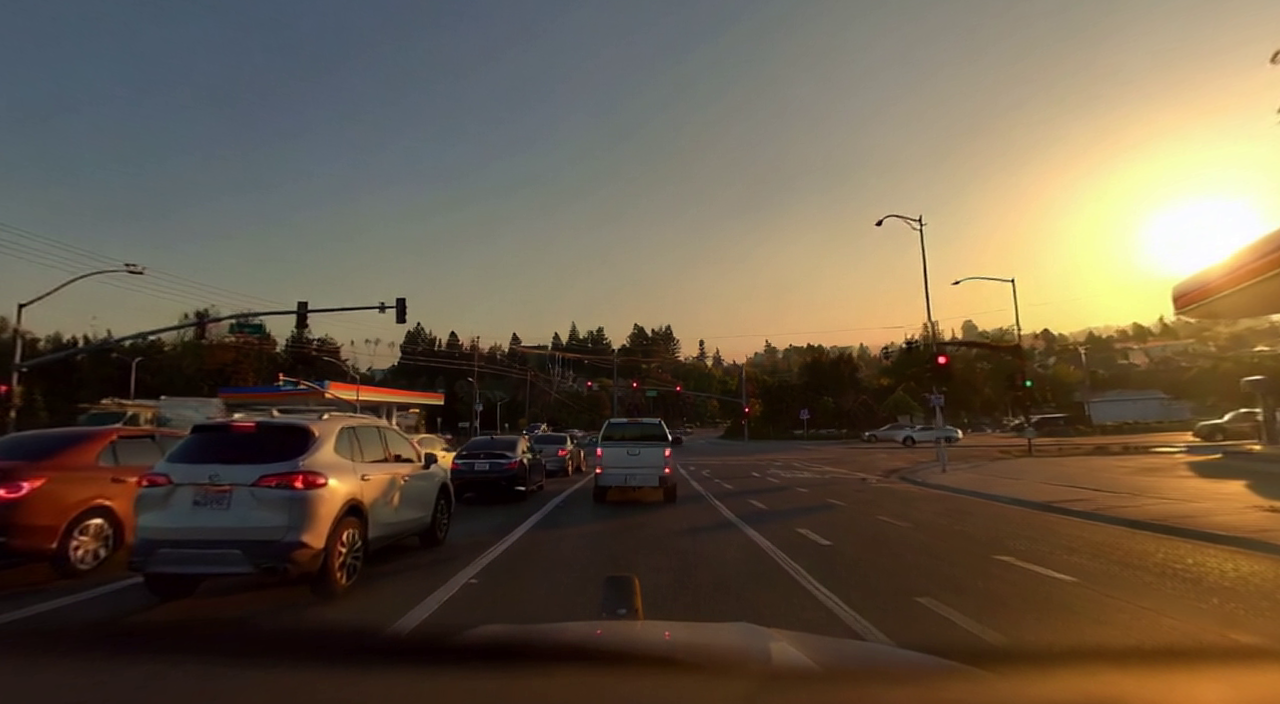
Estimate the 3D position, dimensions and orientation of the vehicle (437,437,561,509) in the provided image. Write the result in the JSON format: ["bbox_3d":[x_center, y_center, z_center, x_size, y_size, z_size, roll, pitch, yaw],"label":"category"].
[{"bbox_3d":[-3.068,2.724,14.694,1.881,1.424,4.098,0,-9,1],"label":"vehicle"}]

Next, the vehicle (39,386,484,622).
[{"bbox_3d":[-3.304,1.429,6.823,2.096,1.718,4.266,0,-9,1],"label":"vehicle"}]

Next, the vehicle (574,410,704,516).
[{"bbox_3d":[-0.042,2.282,13.428,2.224,1.819,5.005,0,-9,0],"label":"vehicle"}]

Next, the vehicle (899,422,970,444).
[{"bbox_3d":[23.203,6.410,49.903,4.548,1.730,2.013,0,-8,-1],"label":"vehicle"}]
